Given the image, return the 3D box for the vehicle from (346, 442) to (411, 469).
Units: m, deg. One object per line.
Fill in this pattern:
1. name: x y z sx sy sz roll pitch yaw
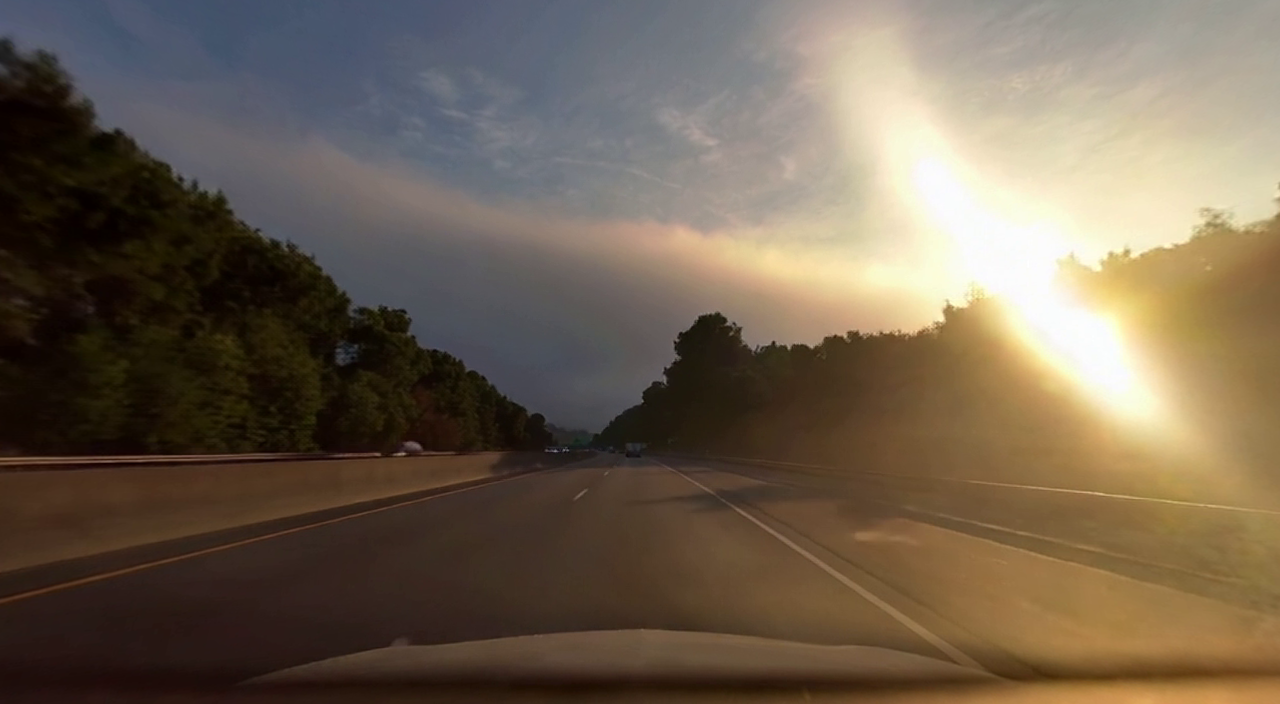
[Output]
1. vehicle: -14.992 5.967 36.414 1.860 1.472 4.557 0 -9 -1
